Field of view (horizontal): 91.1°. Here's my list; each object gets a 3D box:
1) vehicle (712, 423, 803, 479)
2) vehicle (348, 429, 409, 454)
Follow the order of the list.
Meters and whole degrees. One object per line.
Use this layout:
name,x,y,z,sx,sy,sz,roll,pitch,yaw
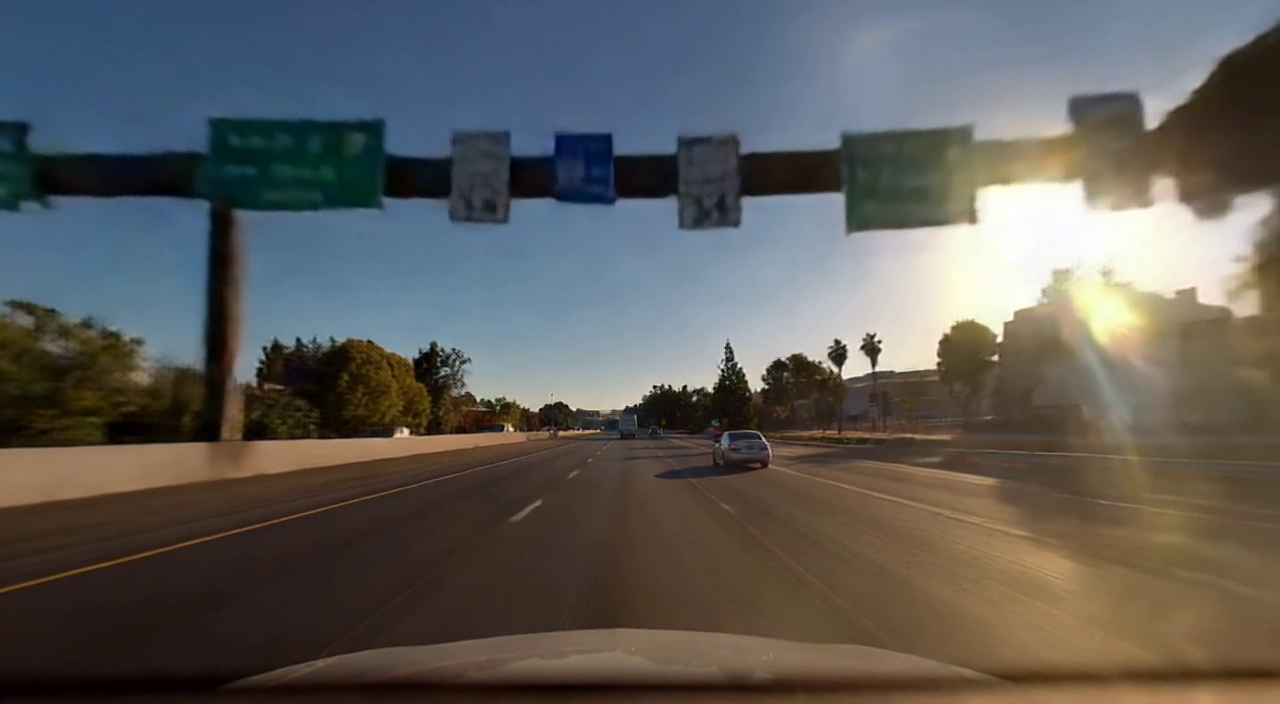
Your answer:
vehicle,3.581,3.096,19.915,1.973,1.563,3.959,1,-8,-2
vehicle,-16.578,5.679,40.067,1.897,1.522,4.765,0,-8,-1
